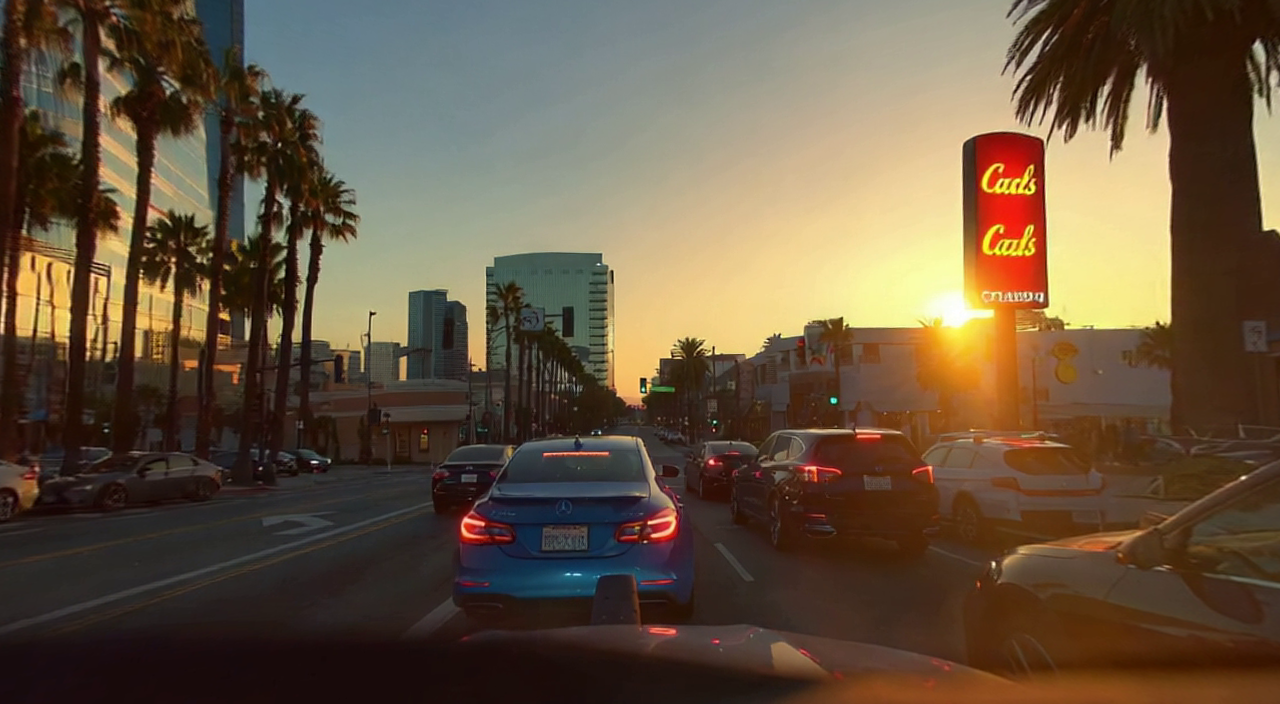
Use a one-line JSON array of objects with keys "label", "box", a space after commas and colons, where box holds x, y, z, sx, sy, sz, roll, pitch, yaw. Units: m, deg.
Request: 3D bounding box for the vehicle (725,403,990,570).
[{"label": "vehicle", "box": [2.637, 1.772, 9.067, 2.096, 1.775, 4.440, 0, -9, -2]}]

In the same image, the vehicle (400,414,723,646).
[{"label": "vehicle", "box": [-0.517, 1.467, 6.222, 2.096, 1.492, 4.071, 0, -9, 0]}]

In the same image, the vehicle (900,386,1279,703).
[{"label": "vehicle", "box": [2.626, 0.812, 1.479, 2.085, 1.469, 4.458, 0, -9, -1]}]

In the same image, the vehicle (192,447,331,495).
[{"label": "vehicle", "box": [-12.853, 4.025, 21.878, 1.856, 1.455, 4.700, 0, -9, 0]}]

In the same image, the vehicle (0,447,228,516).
[{"label": "vehicle", "box": [-12.849, 3.137, 15.920, 1.870, 1.475, 4.531, 0, -9, 0]}]
